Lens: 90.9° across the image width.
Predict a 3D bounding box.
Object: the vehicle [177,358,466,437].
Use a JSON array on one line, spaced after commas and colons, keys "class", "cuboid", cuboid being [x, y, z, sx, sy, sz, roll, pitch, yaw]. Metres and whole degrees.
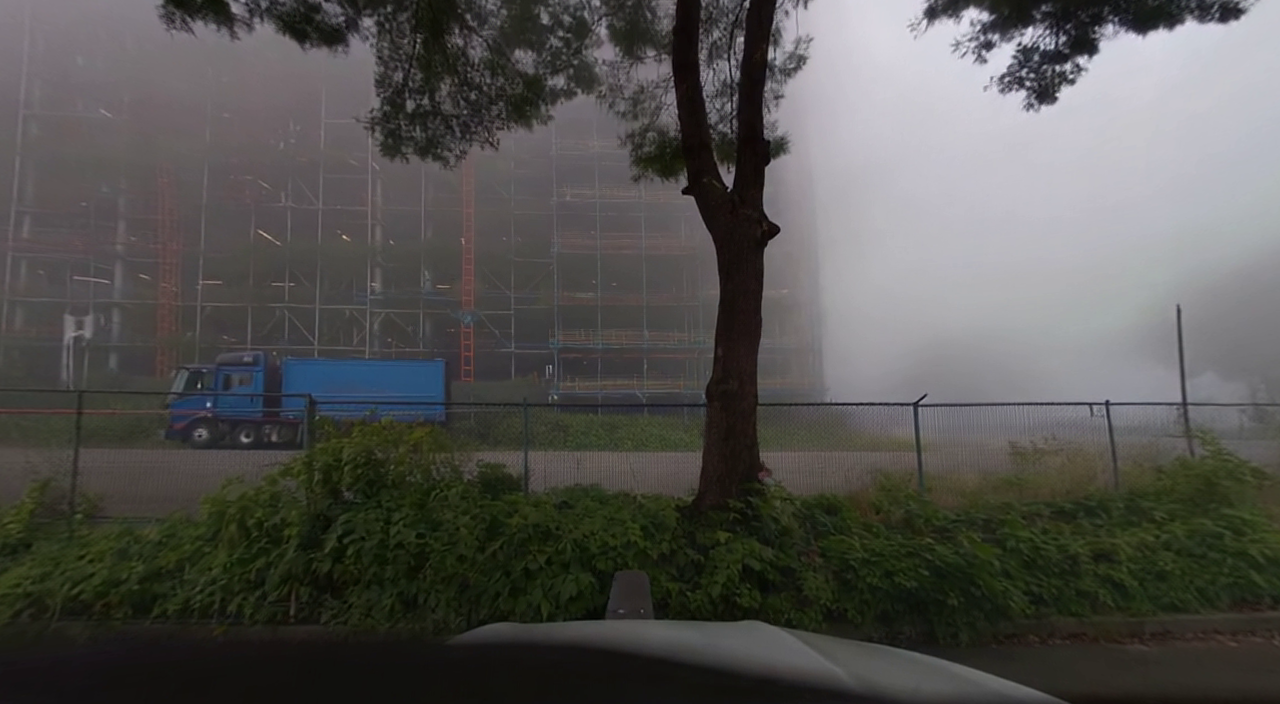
[{"class": "vehicle", "cuboid": [-17.220, 2.674, 35.213, 14.067, 4.099, 2.832, 1, -9, -7]}]
